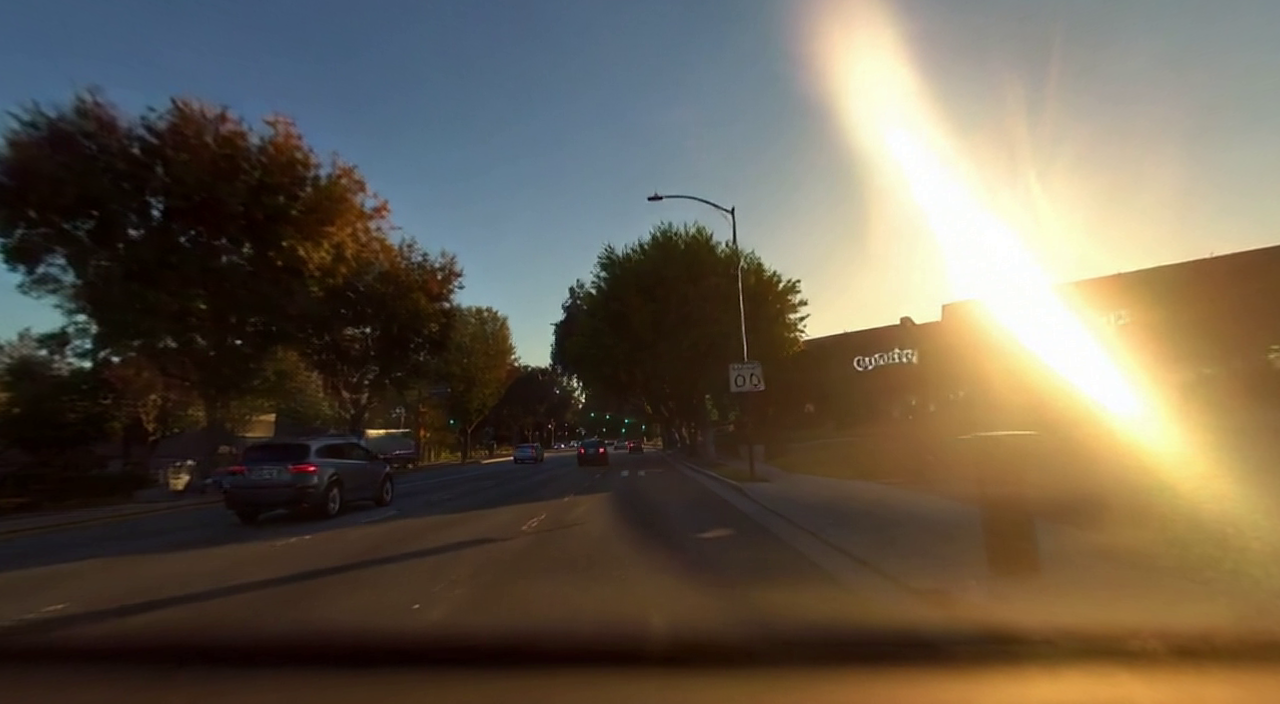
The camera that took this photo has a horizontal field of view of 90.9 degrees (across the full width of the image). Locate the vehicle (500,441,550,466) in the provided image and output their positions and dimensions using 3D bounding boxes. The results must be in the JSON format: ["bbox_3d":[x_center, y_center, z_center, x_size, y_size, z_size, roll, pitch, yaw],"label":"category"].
[{"bbox_3d":[-6.844,6.096,37.943,2.072,1.427,4.328,0,-8,1],"label":"vehicle"}]

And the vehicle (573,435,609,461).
[{"bbox_3d":[-3.220,6.429,42.249,2.100,1.661,3.837,0,-8,1],"label":"vehicle"}]

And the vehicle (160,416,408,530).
[{"bbox_3d":[-6.730,2.342,12.779,2.137,1.835,4.844,0,-8,0],"label":"vehicle"}]

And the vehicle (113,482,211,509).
[{"bbox_3d":[-18.352,5.521,24.383,0.944,0.724,3.568,1,-9,2],"label":"vehicle"}]
